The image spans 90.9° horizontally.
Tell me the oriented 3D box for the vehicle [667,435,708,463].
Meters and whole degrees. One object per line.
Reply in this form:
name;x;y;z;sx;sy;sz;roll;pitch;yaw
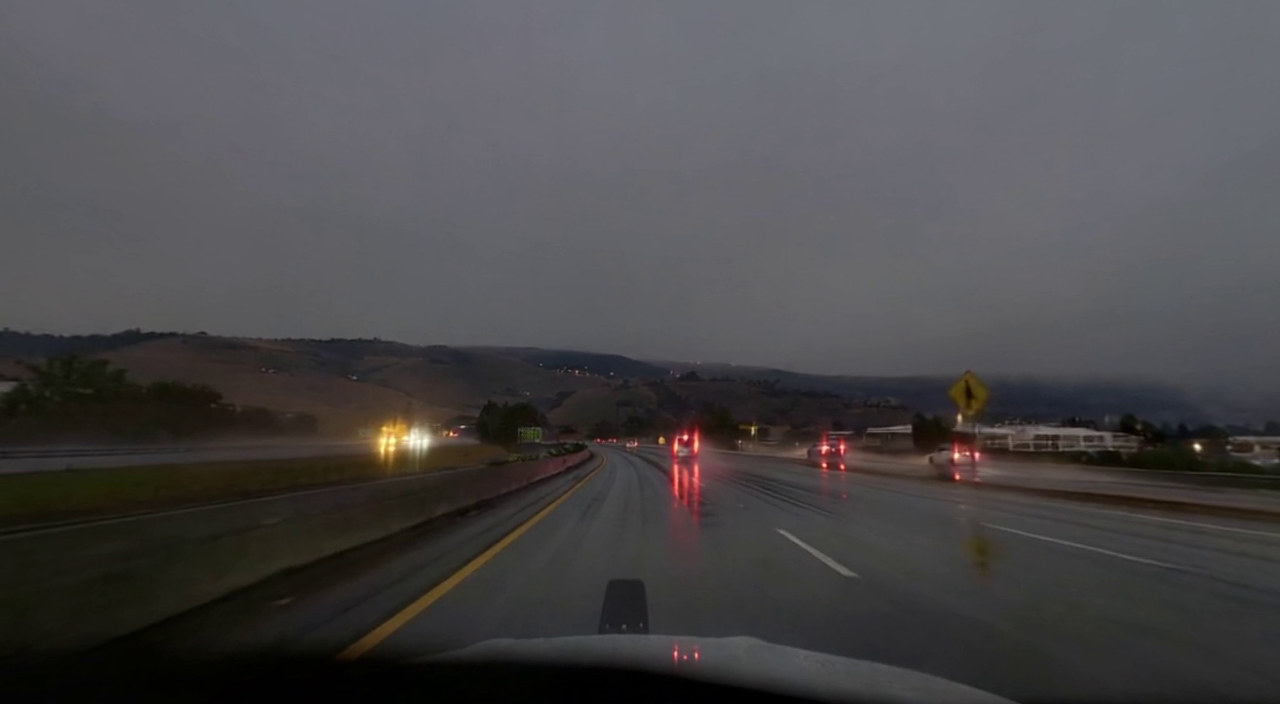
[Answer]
vehicle;3.202;6.697;43.650;2.210;1.815;4.571;0;-8;-3
